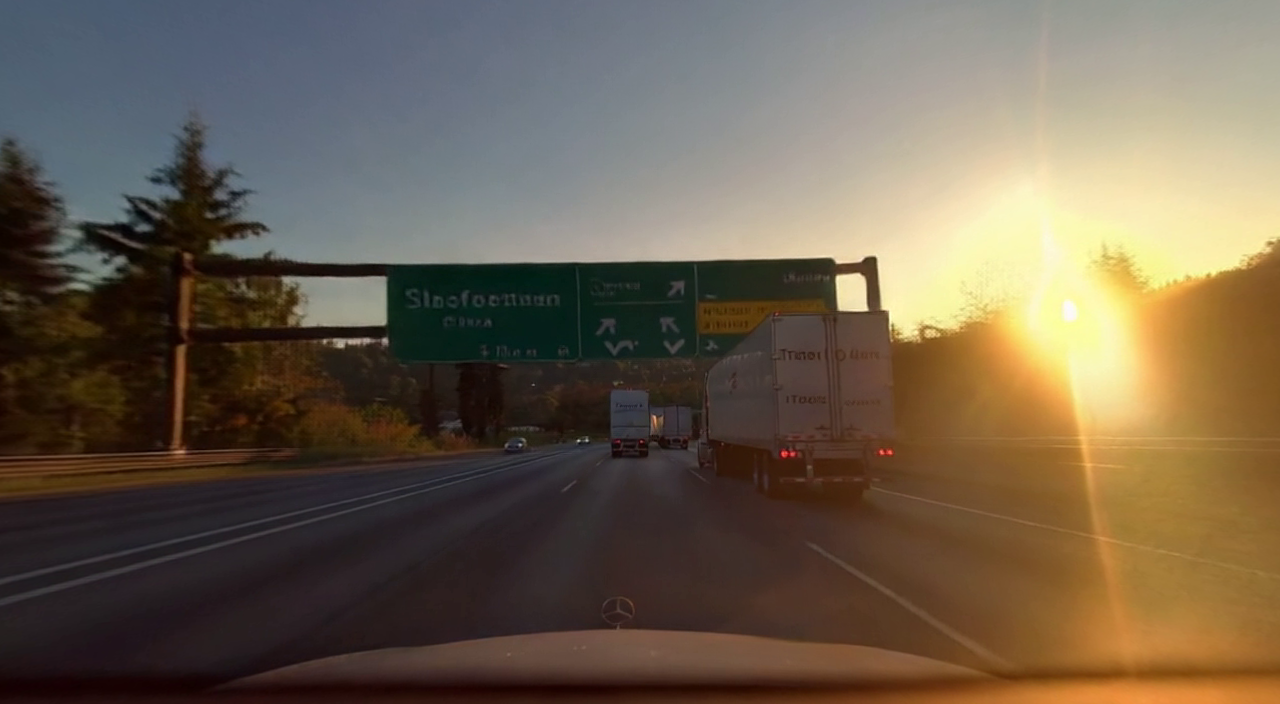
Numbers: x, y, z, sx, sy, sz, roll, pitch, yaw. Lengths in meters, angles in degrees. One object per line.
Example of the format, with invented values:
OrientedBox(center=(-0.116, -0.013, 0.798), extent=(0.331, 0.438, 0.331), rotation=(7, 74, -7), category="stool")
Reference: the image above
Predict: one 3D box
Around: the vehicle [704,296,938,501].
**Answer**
OrientedBox(center=(4.348, 1.871, 19.907), extent=(2.856, 4.145, 14.500), rotation=(0, -8, -1), category="vehicle")

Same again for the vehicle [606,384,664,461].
OrientedBox(center=(-0.320, 4.325, 37.668), extent=(2.958, 3.917, 10.196), rotation=(0, -8, -1), category="vehicle")
